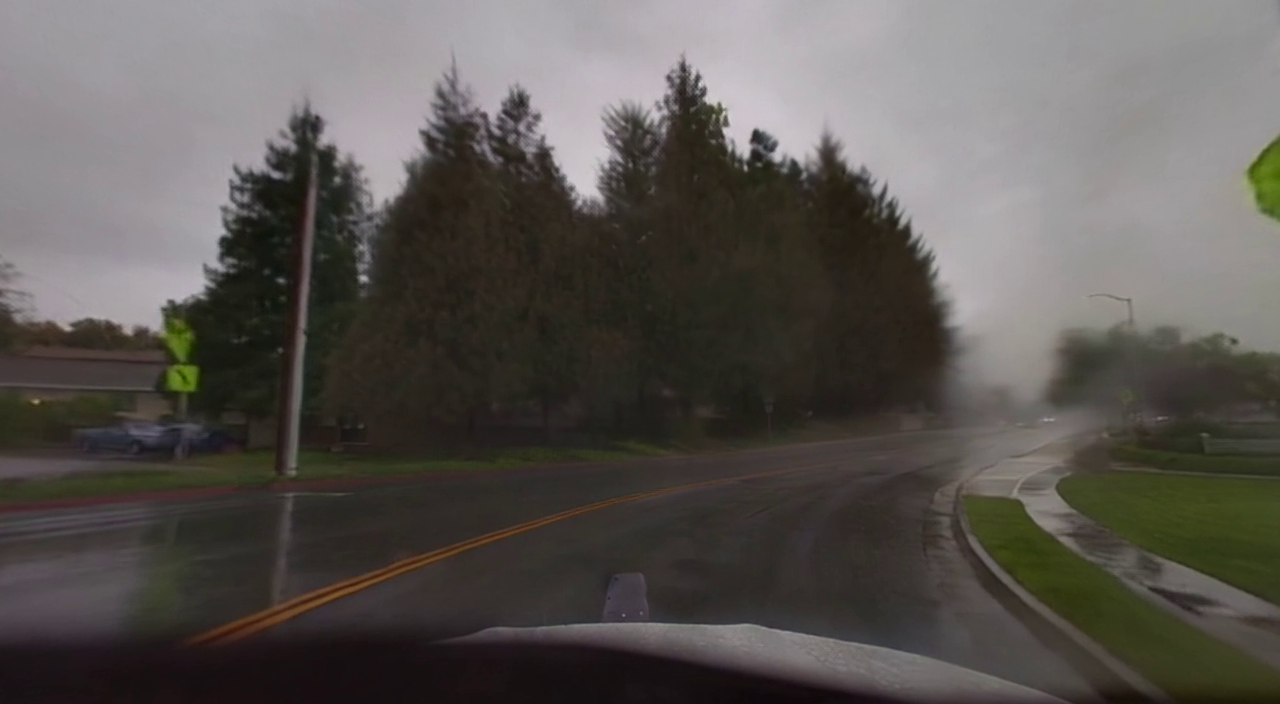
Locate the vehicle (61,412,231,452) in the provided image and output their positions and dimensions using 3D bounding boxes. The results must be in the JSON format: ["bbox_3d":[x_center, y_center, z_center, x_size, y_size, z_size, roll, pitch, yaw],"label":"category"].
[{"bbox_3d":[-38.546,6.287,49.567,3.331,2.799,9.802,-3,-7,29],"label":"vehicle"}]

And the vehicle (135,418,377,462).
[{"bbox_3d":[-23.477,5.595,39.815,2.837,2.354,12.960,-6,-10,35],"label":"vehicle"}]
